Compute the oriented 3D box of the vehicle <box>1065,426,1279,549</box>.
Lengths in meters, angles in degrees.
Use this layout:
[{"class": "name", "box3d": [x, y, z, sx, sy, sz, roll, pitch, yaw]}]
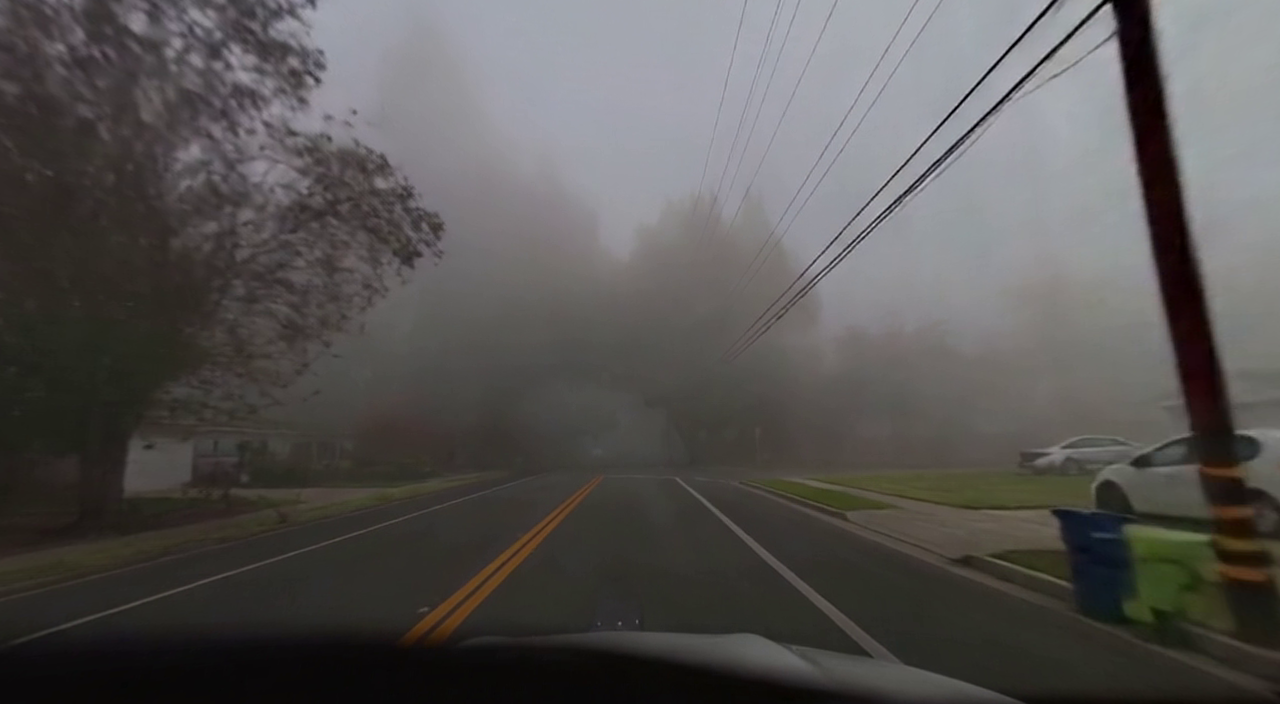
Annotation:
[{"class": "vehicle", "box3d": [8.716, 1.882, 9.218, 1.811, 1.491, 4.407, 0, -8, -2]}]
